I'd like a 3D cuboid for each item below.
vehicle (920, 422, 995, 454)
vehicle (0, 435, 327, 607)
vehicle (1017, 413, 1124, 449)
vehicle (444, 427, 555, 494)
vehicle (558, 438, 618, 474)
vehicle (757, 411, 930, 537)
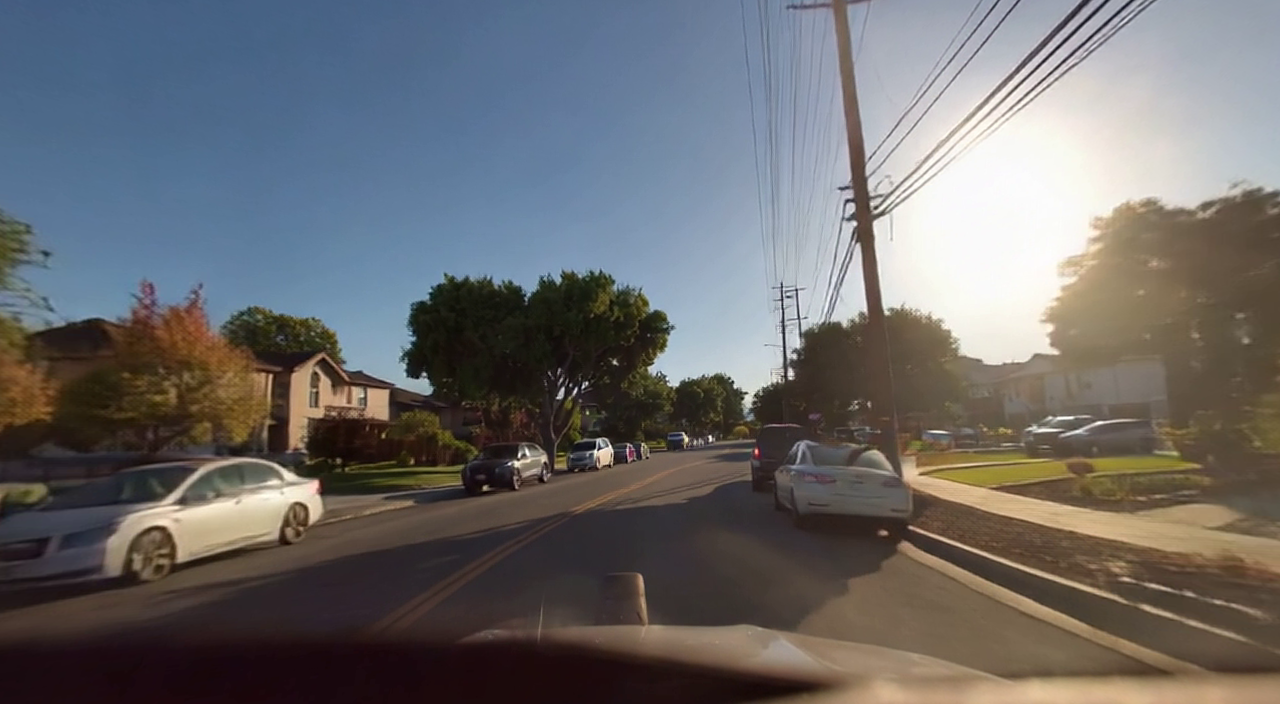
[{"bbox_3d":[17.596,4.800,35.247,2.079,1.675,3.855,0,-8,-2],"label":"vehicle"},{"bbox_3d":[-7.059,2.230,9.243,2.184,1.751,5.057,-4,-9,3],"label":"vehicle"},{"bbox_3d":[22.911,4.305,33.939,2.253,1.805,4.842,0,-9,-1],"label":"vehicle"},{"bbox_3d":[-4.992,4.031,23.414,2.353,2.037,5.358,-5,-11,6],"label":"vehicle"},{"bbox_3d":[-2.836,5.832,35.771,2.192,1.873,4.985,-2,-9,9],"label":"vehicle"},{"bbox_3d":[3.441,2.161,11.823,2.032,1.810,5.047,-1,-9,6],"label":"vehicle"}]
